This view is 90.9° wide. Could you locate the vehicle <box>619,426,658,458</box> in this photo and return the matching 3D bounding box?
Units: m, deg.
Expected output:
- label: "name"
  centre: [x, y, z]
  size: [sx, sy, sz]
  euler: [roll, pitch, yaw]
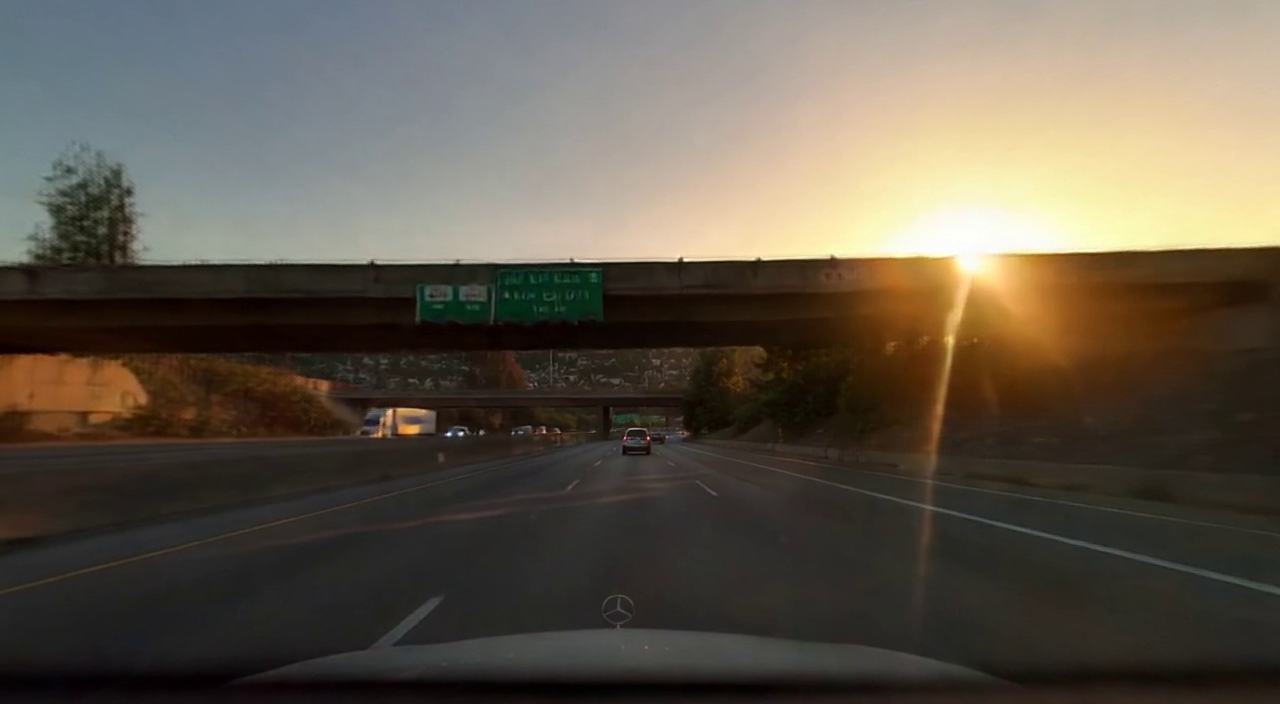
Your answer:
- label: "vehicle"
  centre: [-0.138, 5.630, 39.589]
  size: [2.277, 1.913, 4.510]
  euler: [0, -8, -1]
